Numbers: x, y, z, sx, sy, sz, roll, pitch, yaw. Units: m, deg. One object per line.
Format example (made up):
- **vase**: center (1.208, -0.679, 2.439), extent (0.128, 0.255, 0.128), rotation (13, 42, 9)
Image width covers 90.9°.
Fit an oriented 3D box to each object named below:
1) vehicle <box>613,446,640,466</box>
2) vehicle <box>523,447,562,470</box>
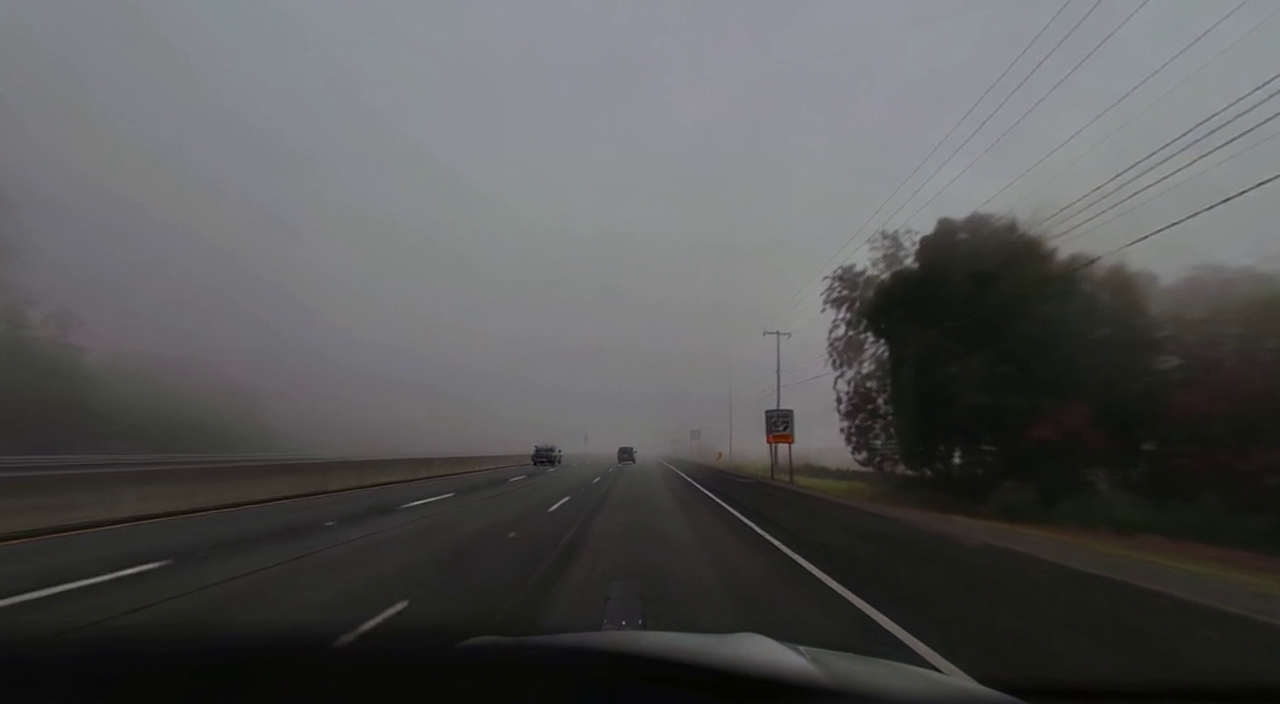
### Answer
- **vehicle**: center (-0.985, 8.074, 48.856), extent (1.968, 1.462, 3.937), rotation (0, -9, 1)
- **vehicle**: center (-6.501, 7.123, 42.348), extent (1.911, 1.491, 3.624), rotation (-1, -9, 2)
